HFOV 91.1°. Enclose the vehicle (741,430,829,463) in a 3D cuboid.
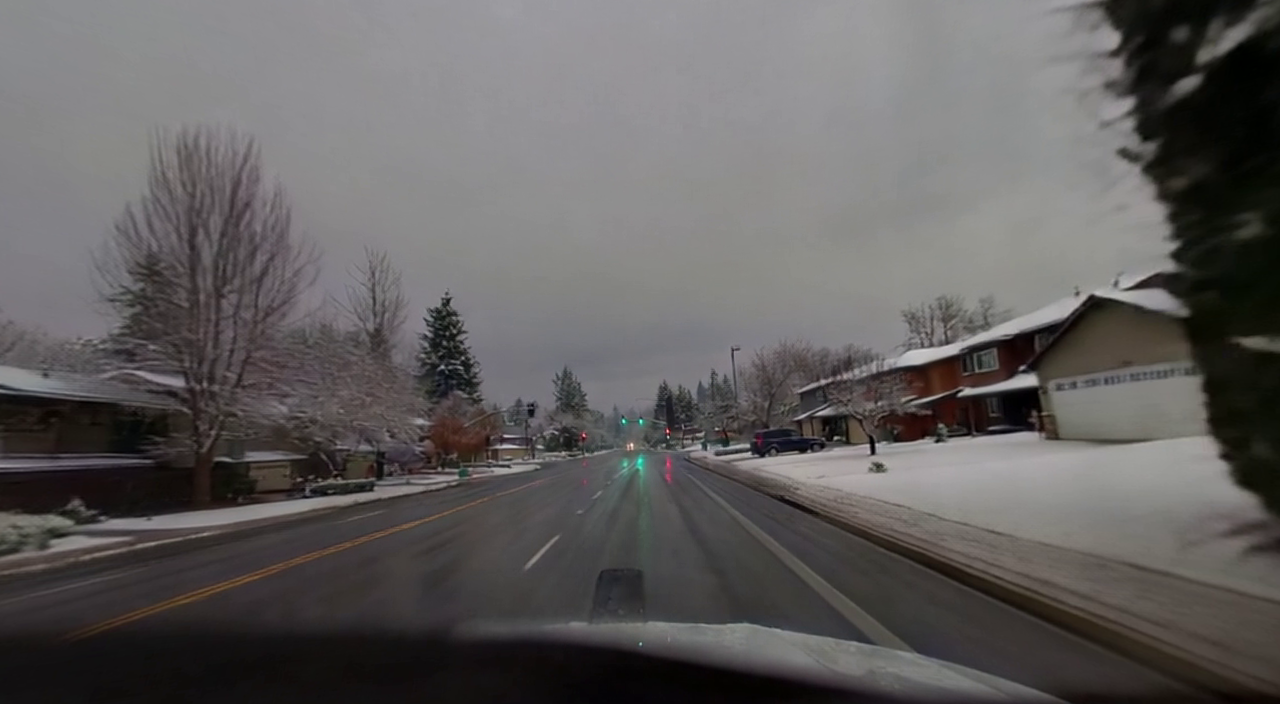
[{"bbox_3d":[8.466,5.523,36.766,4.636,1.823,1.997,3,-9,-18],"label":"vehicle"}]
